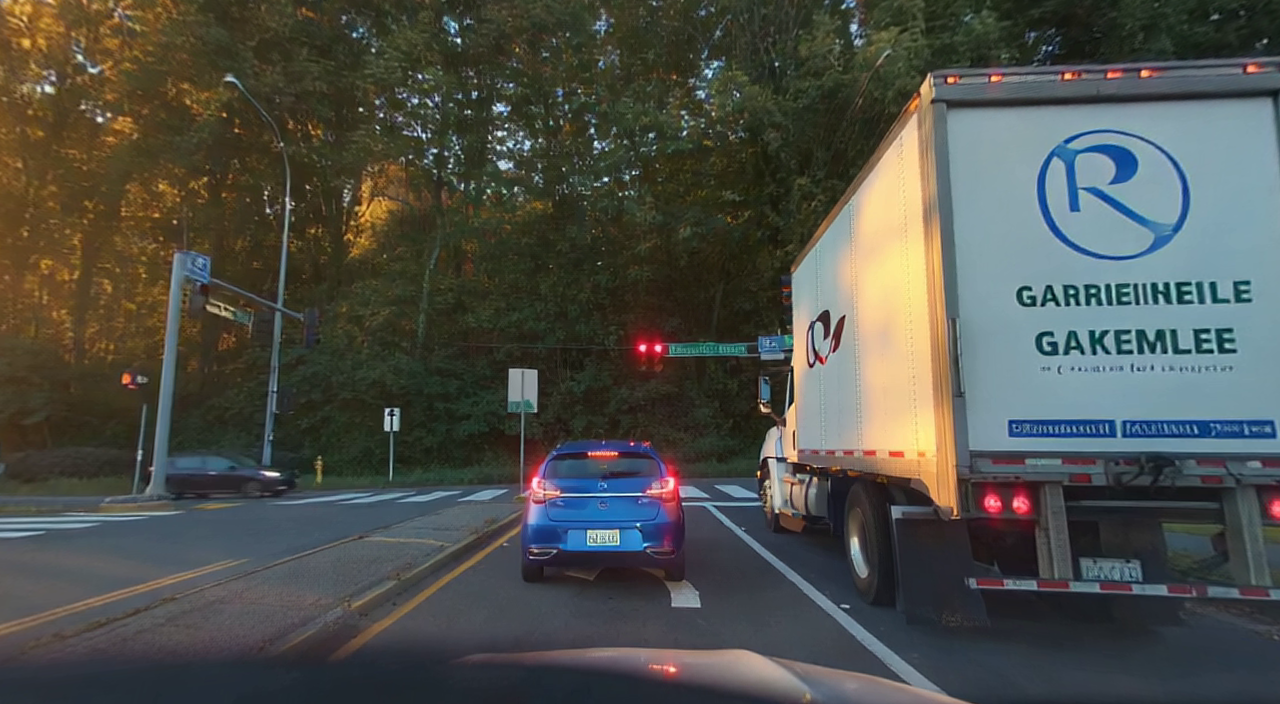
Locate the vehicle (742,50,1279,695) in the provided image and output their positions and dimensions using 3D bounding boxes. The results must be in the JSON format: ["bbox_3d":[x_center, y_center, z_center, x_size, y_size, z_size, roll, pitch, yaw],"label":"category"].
[{"bbox_3d":[3.512,0.724,8.477,2.884,3.753,9.763,0,-9,1],"label":"vehicle"}]

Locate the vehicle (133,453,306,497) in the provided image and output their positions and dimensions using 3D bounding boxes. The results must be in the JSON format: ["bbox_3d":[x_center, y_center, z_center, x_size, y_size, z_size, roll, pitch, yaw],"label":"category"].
[{"bbox_3d":[-15.039,4.409,22.775,4.761,1.436,1.870,1,-9,-7],"label":"vehicle"}]

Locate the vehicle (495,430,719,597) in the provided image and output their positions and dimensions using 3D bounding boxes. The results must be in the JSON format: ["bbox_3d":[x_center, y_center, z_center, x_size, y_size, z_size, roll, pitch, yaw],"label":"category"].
[{"bbox_3d":[-0.325,1.712,7.426,1.975,1.457,3.526,0,-9,-1],"label":"vehicle"}]
